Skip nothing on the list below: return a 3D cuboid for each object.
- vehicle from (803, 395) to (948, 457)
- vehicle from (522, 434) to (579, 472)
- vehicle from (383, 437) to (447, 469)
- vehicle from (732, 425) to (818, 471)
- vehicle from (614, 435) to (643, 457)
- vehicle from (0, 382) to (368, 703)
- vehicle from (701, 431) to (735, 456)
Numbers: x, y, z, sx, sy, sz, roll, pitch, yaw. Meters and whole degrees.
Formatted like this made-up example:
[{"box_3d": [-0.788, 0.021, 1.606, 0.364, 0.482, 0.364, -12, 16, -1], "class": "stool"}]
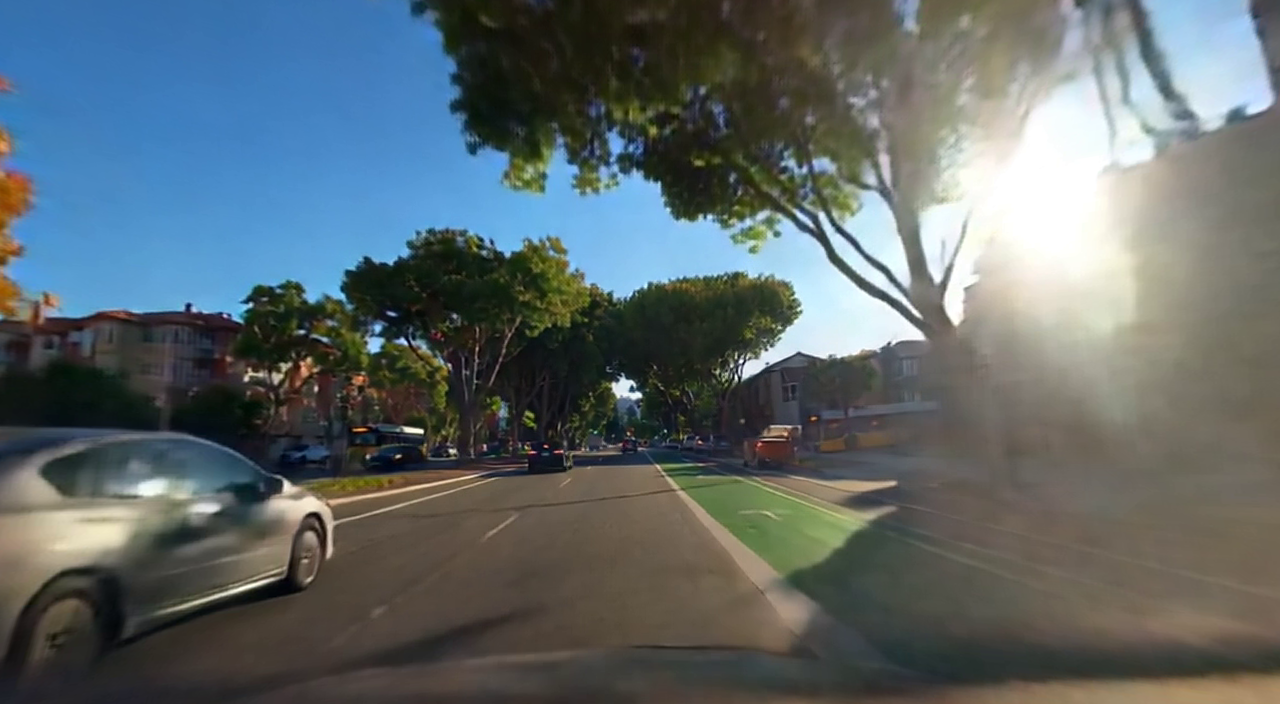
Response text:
[{"box_3d": [14.787, 4.715, 40.092, 7.722, 2.908, 3.067, -6, -7, -4], "class": "vehicle"}, {"box_3d": [-3.857, 4.418, 27.892, 1.934, 1.522, 4.287, 0, -9, 0], "class": "vehicle"}, {"box_3d": [-11.990, 5.406, 33.958, 1.822, 1.549, 4.325, 0, -9, 0], "class": "vehicle"}, {"box_3d": [5.859, 4.291, 28.357, 2.390, 1.816, 6.050, 0, -9, -1], "class": "vehicle"}, {"box_3d": [-0.798, 6.806, 45.599, 1.999, 1.520, 3.896, 0, -9, -1], "class": "vehicle"}, {"box_3d": [-3.675, 1.102, 3.980, 1.995, 1.524, 4.438, 0, -9, -1], "class": "vehicle"}, {"box_3d": [5.848, 6.939, 47.817, 1.945, 1.829, 4.305, 0, -9, -2], "class": "vehicle"}]
